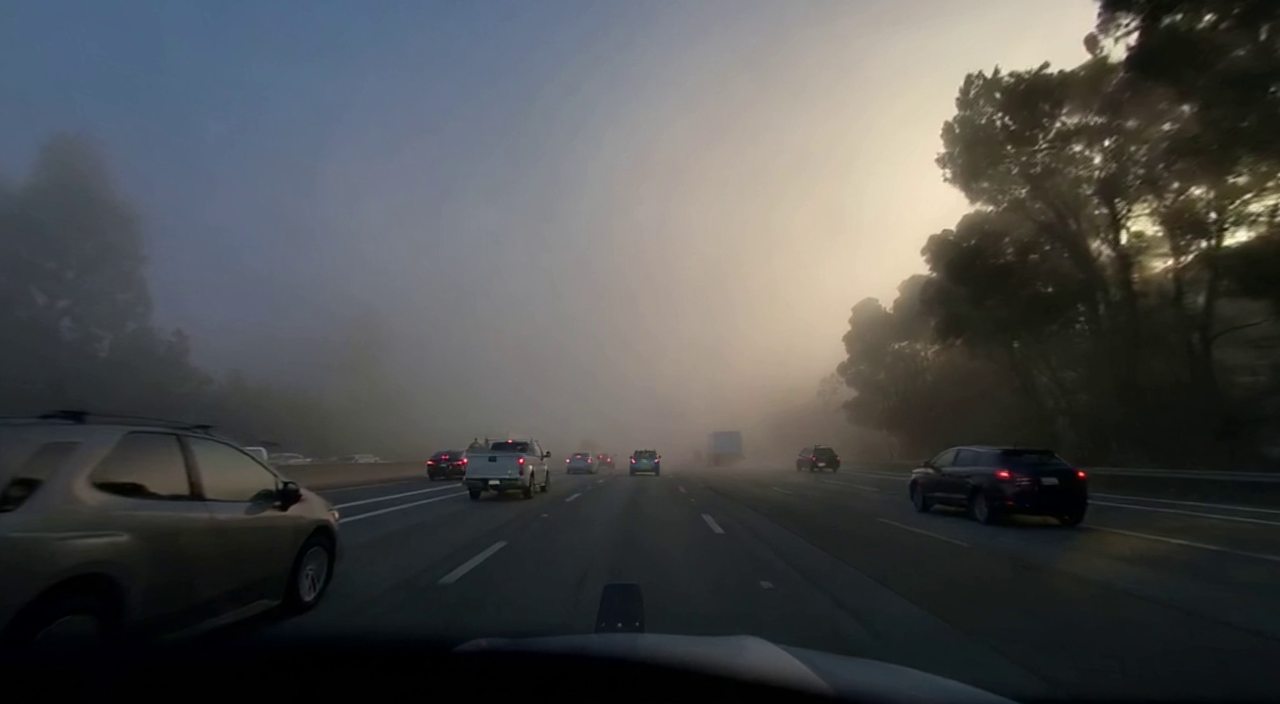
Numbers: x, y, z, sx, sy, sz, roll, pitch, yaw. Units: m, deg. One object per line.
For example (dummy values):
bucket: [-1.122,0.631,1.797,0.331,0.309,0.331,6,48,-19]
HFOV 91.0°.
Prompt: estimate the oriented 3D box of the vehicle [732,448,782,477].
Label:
vehicle: [6.346,6.021,34.481,1.895,1.488,4.254,0,-9,0]

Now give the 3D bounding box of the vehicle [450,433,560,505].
vehicle: [-3.559,3.198,17.563,2.012,1.734,4.510,0,-9,1]

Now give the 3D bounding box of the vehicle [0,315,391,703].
vehicle: [-3.481,0.949,3.427,2.234,1.809,4.768,0,-9,0]

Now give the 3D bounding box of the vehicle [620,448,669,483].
vehicle: [0.200,5.111,28.659,2.053,1.461,3.941,0,-9,1]

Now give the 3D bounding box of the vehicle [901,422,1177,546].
vehicle: [6.581,2.214,11.160,1.992,1.745,4.329,0,-9,0]

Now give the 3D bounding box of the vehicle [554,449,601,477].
vehicle: [-3.312,6.009,34.363,2.025,1.449,4.190,0,-9,1]

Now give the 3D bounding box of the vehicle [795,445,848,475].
vehicle: [10.975,6.560,38.456,1.988,1.676,4.262,0,-9,0]
